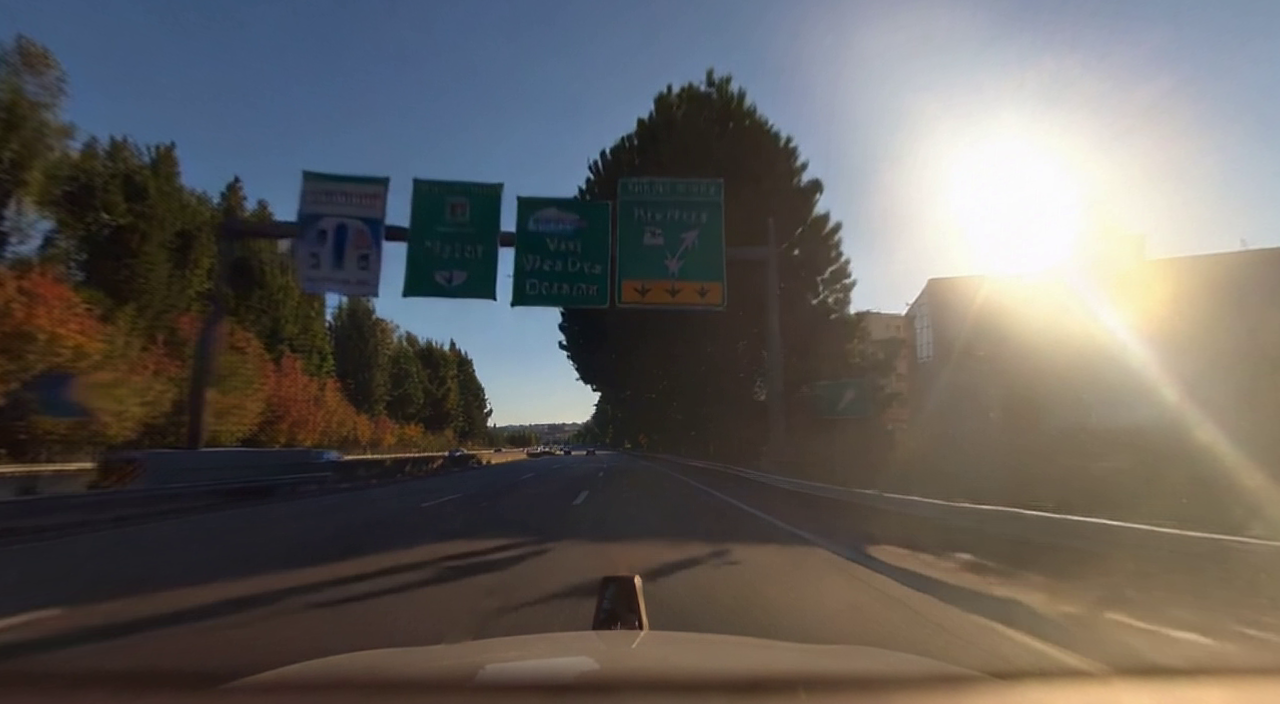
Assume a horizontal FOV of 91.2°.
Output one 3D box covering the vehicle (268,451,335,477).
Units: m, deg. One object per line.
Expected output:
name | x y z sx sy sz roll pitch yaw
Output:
vehicle | -21.192 7.005 39.416 1.790 1.464 4.417 0 -9 -1
